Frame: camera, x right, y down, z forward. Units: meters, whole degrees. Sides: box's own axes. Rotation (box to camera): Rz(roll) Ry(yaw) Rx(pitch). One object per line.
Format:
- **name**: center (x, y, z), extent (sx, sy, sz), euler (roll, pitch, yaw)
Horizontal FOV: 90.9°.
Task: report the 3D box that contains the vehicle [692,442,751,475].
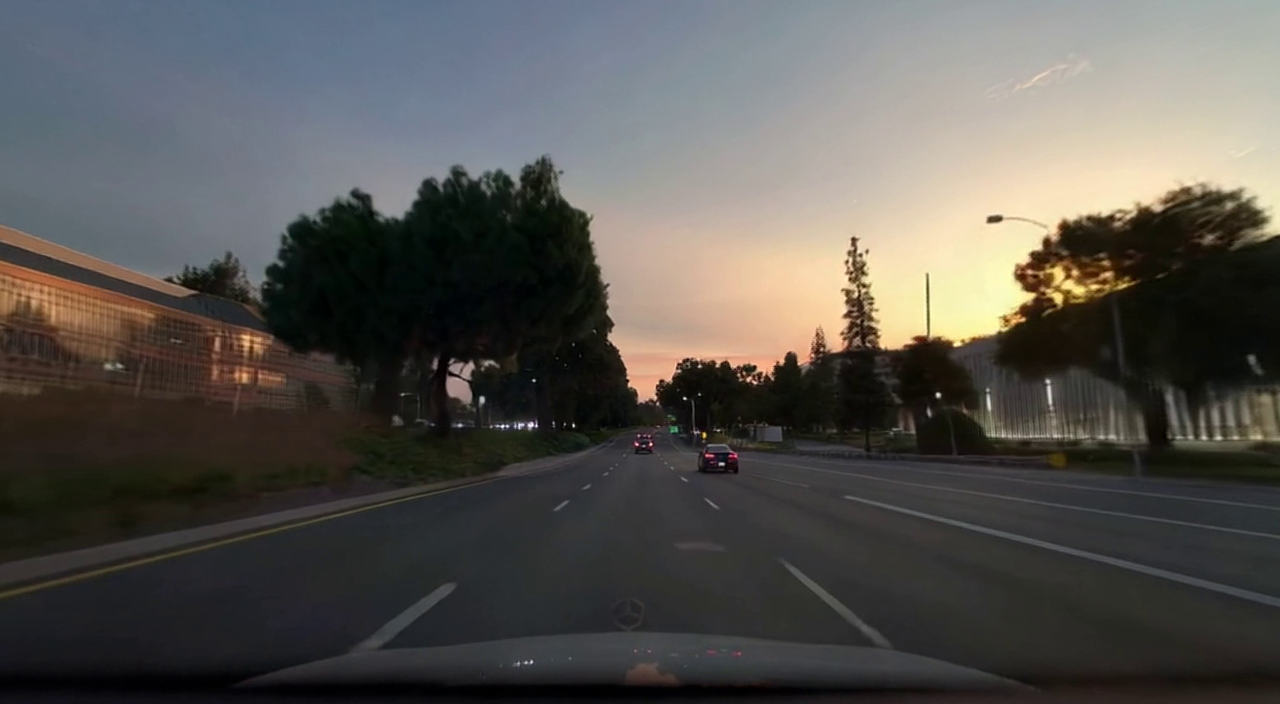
- **vehicle**: center (3.670, 4.909, 29.337), extent (2.069, 1.431, 4.313), euler (0, -8, -1)
